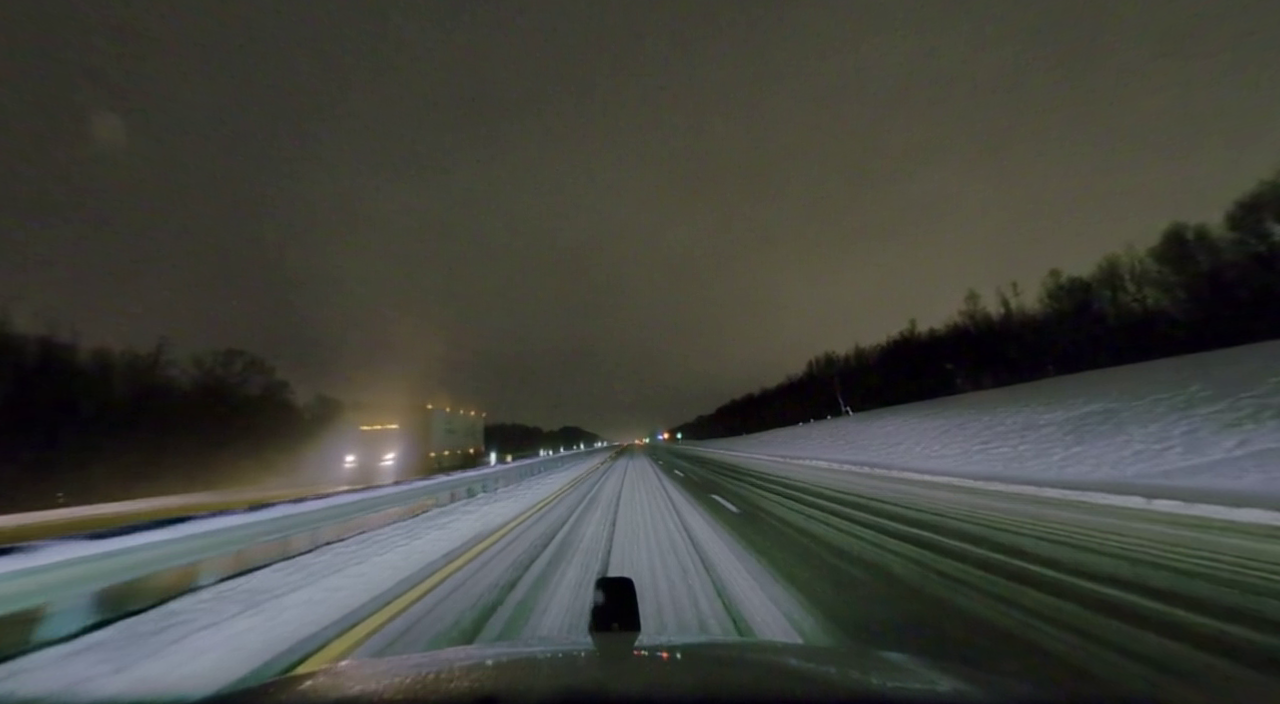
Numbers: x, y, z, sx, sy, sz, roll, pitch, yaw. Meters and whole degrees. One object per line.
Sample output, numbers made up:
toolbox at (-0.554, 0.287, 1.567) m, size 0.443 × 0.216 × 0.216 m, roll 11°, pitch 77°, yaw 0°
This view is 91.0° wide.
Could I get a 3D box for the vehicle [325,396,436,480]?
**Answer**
vehicle at (-13.692, 4.623, 33.945) m, size 3.370 × 4.028 × 6.280 m, roll 0°, pitch -8°, yaw -2°
